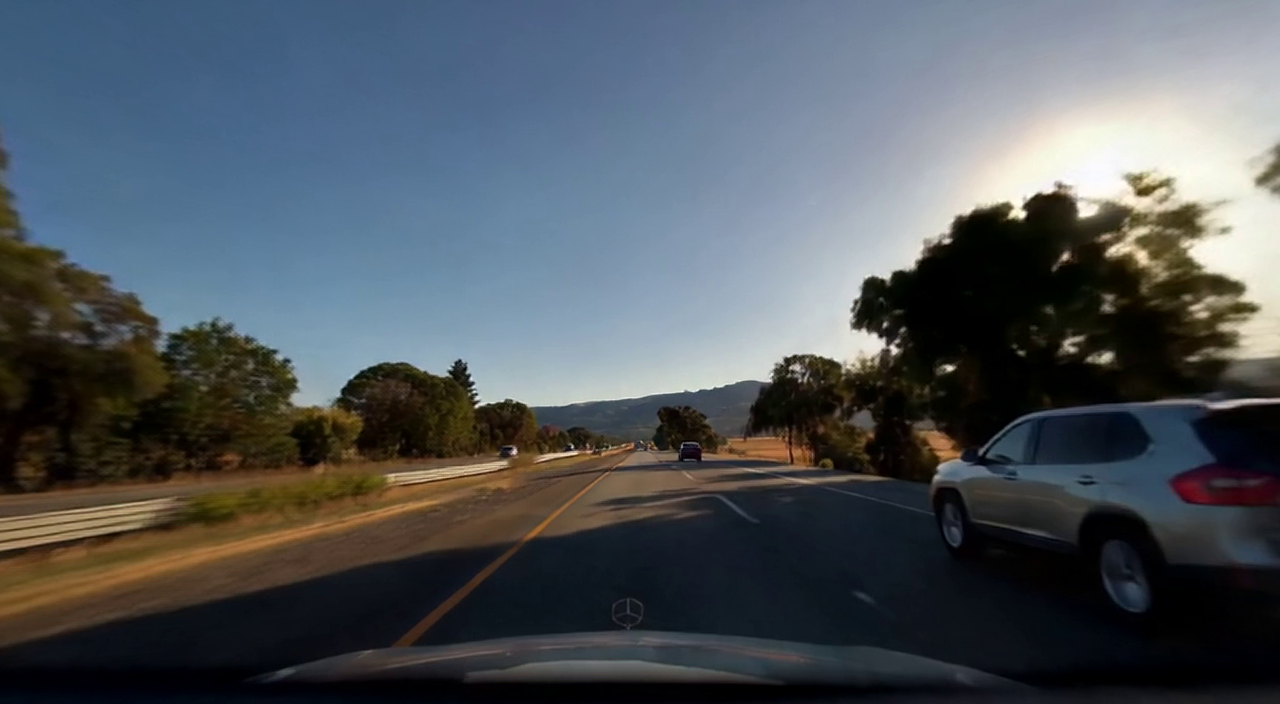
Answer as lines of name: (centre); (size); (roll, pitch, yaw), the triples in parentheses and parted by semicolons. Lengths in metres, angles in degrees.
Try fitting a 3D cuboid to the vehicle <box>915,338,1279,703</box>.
vehicle: (3.995, 0.984, 3.899); (2.070, 1.799, 5.584); (0, -8, 0)
